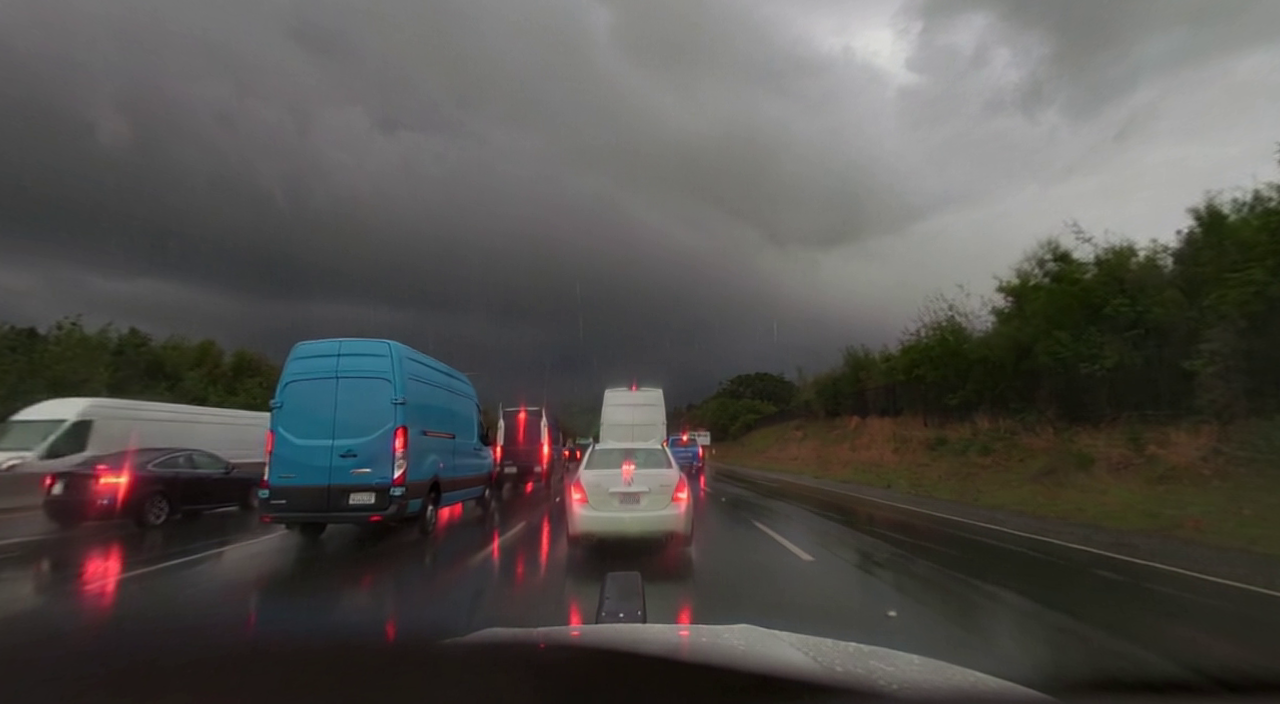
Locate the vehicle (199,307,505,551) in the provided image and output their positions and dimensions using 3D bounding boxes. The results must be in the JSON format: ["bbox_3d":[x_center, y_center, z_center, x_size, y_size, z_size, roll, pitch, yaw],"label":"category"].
[{"bbox_3d":[-4.079,1.383,10.814,2.254,2.879,6.656,0,-9,-2],"label":"vehicle"}]

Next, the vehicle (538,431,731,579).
[{"bbox_3d":[-0.086,1.855,8.296,1.995,1.495,3.380,0,-9,-1],"label":"vehicle"}]

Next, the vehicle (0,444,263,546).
[{"bbox_3d":[-8.887,2.422,11.329,1.797,1.466,3.924,0,-9,0],"label":"vehicle"}]
